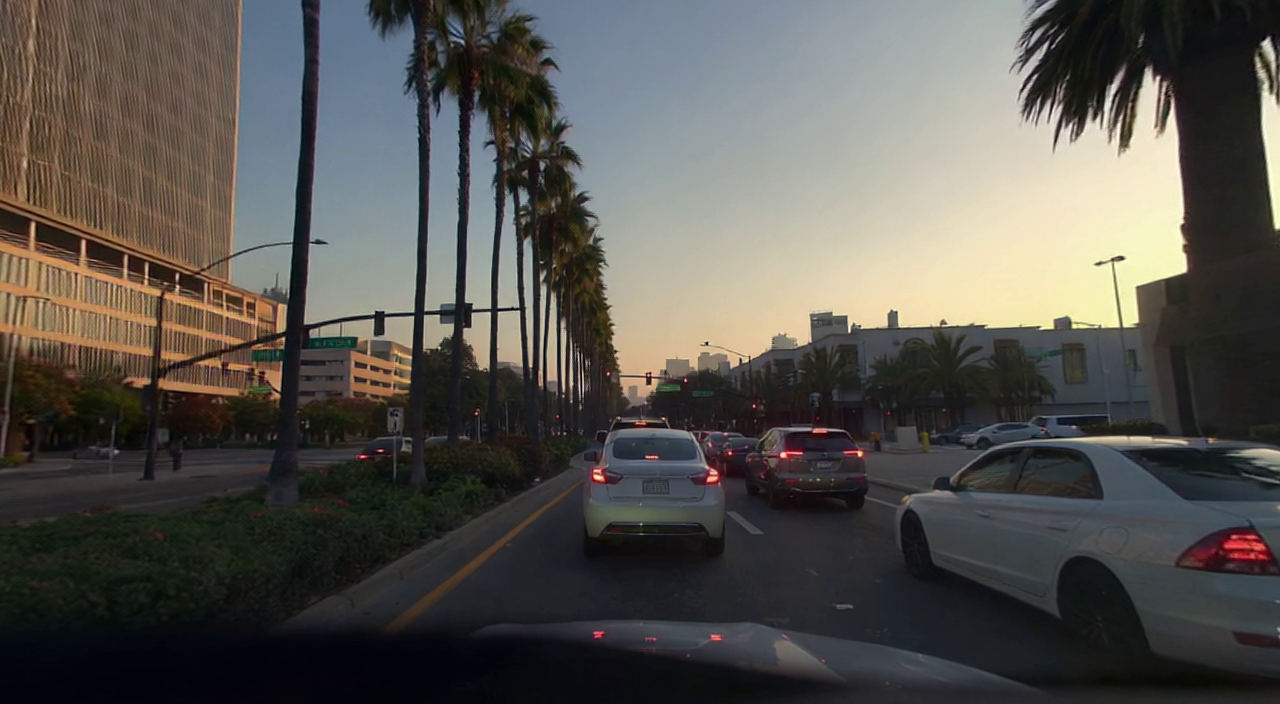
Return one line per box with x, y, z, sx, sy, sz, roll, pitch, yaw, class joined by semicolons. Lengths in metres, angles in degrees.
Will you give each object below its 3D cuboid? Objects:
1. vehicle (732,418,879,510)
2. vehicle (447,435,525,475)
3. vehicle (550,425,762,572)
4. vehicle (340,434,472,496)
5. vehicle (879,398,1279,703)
3.501;2.470;14.300;2.169;1.751;4.276;0;-8;0;vehicle
-6.033;4.089;25.211;1.822;1.456;4.396;-1;-8;2;vehicle
0.179;1.785;8.453;2.140;1.474;4.026;0;-8;1;vehicle
-6.246;3.048;17.390;1.900;1.487;4.165;0;-8;2;vehicle
3.542;1.223;4.470;1.910;1.490;4.661;0;-8;1;vehicle
